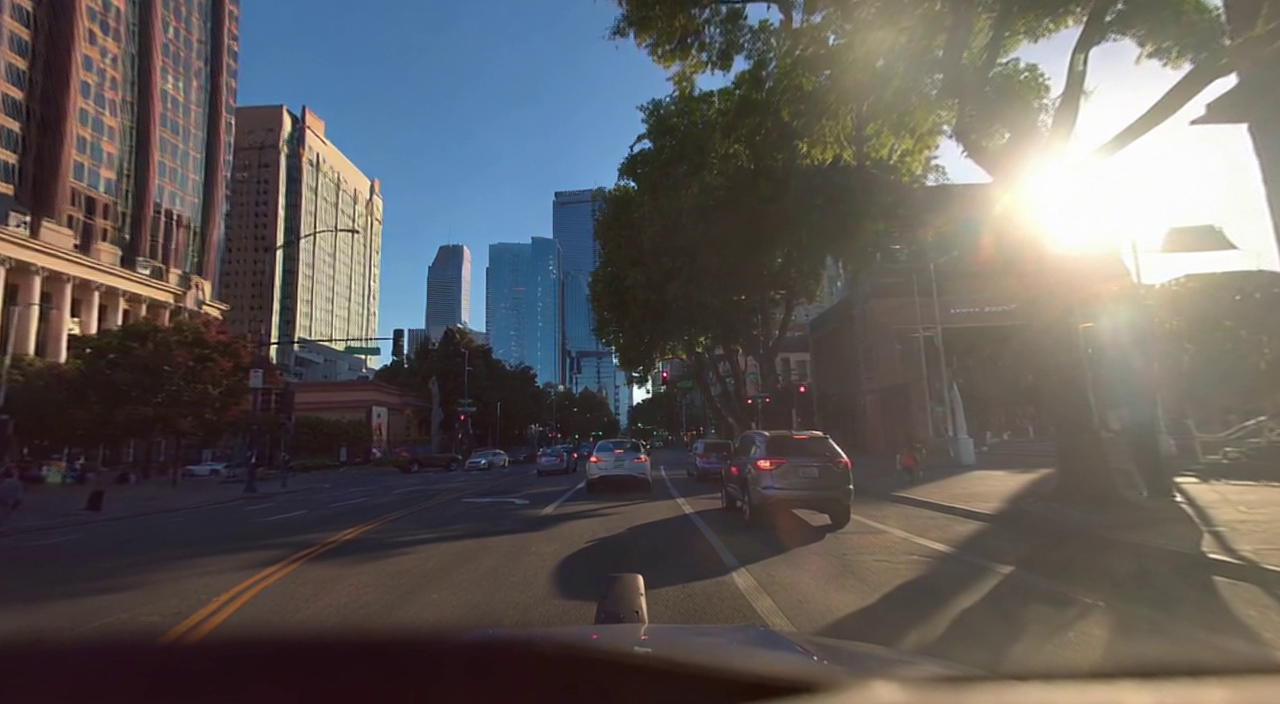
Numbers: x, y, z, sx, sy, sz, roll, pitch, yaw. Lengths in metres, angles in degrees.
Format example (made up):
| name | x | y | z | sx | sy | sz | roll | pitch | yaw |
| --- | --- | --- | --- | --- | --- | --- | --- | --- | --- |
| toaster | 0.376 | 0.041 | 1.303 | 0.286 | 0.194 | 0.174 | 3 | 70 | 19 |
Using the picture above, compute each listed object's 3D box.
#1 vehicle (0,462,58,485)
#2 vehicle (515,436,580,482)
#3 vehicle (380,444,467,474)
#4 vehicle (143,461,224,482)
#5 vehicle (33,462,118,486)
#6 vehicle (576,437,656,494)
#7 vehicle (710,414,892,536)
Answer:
| name | x | y | z | sx | sy | sz | roll | pitch | yaw |
| --- | --- | --- | --- | --- | --- | --- | --- | --- | --- |
| vehicle | -44.659 | 8.759 | 45.547 | 3.671 | 1.498 | 1.670 | 1 | -9 | 3 |
| vehicle | -3.592 | 4.249 | 25.395 | 2.045 | 1.633 | 4.864 | 0 | -9 | -2 |
| vehicle | -13.384 | 6.617 | 39.367 | 4.855 | 1.769 | 2.071 | 2 | -9 | -11 |
| vehicle | -32.490 | 8.487 | 45.023 | 4.392 | 1.427 | 1.764 | 0 | -9 | 0 |
| vehicle | -40.239 | 8.682 | 45.083 | 4.224 | 1.622 | 1.808 | 0 | -9 | 0 |
| vehicle | -0.639 | 3.305 | 18.734 | 2.096 | 1.492 | 4.071 | 0 | -9 | 0 |
| vehicle | 2.620 | 2.150 | 11.595 | 2.096 | 1.775 | 4.440 | 0 | -9 | -1 |
